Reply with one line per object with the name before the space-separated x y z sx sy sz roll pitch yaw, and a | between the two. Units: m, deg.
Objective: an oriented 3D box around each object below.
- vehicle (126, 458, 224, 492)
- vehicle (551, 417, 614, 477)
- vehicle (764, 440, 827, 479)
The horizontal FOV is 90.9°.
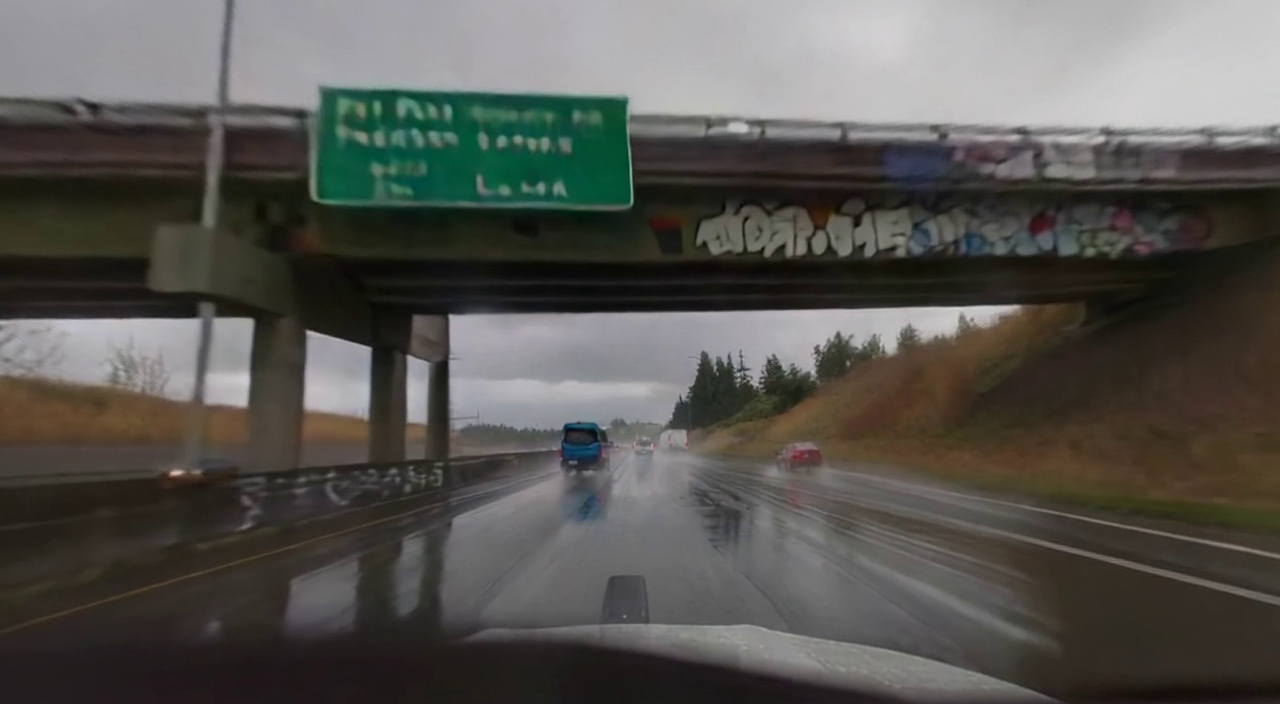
vehicle | -20.770 5.499 28.345 1.771 1.357 3.502 0 -9 -1
vehicle | -2.660 4.697 31.003 2.451 2.627 5.868 0 -9 1
vehicle | 7.078 4.952 29.196 1.936 1.664 4.198 0 -9 1
